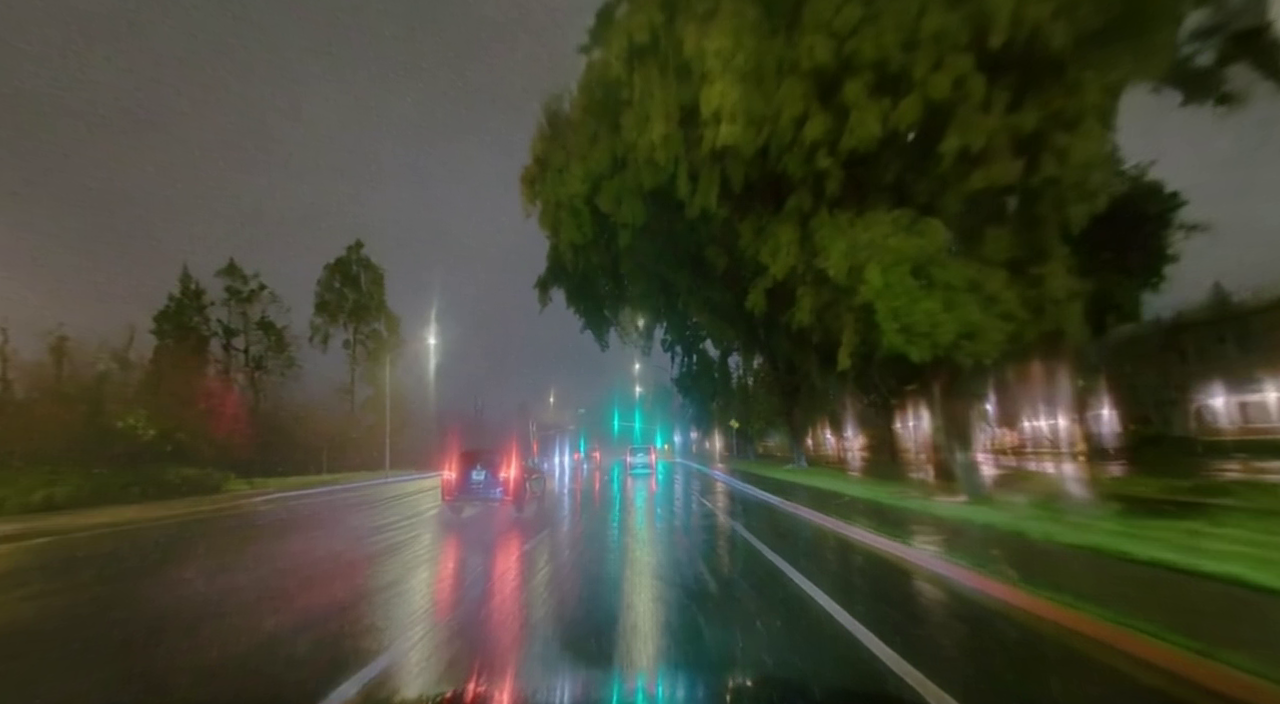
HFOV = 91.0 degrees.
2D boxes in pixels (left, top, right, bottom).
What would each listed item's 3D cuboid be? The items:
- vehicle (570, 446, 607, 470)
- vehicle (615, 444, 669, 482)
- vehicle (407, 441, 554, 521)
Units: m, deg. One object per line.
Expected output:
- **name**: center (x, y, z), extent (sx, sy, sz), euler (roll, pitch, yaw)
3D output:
- **vehicle**: center (-3.344, 6.976, 41.766), extent (2.114, 1.500, 3.912), euler (0, -8, 0)
- **vehicle**: center (0.078, 4.542, 26.095), extent (2.065, 1.456, 4.099), euler (0, -8, 0)
- **vehicle**: center (-3.245, 2.706, 13.841), extent (2.030, 1.467, 4.403), euler (0, -8, 1)
